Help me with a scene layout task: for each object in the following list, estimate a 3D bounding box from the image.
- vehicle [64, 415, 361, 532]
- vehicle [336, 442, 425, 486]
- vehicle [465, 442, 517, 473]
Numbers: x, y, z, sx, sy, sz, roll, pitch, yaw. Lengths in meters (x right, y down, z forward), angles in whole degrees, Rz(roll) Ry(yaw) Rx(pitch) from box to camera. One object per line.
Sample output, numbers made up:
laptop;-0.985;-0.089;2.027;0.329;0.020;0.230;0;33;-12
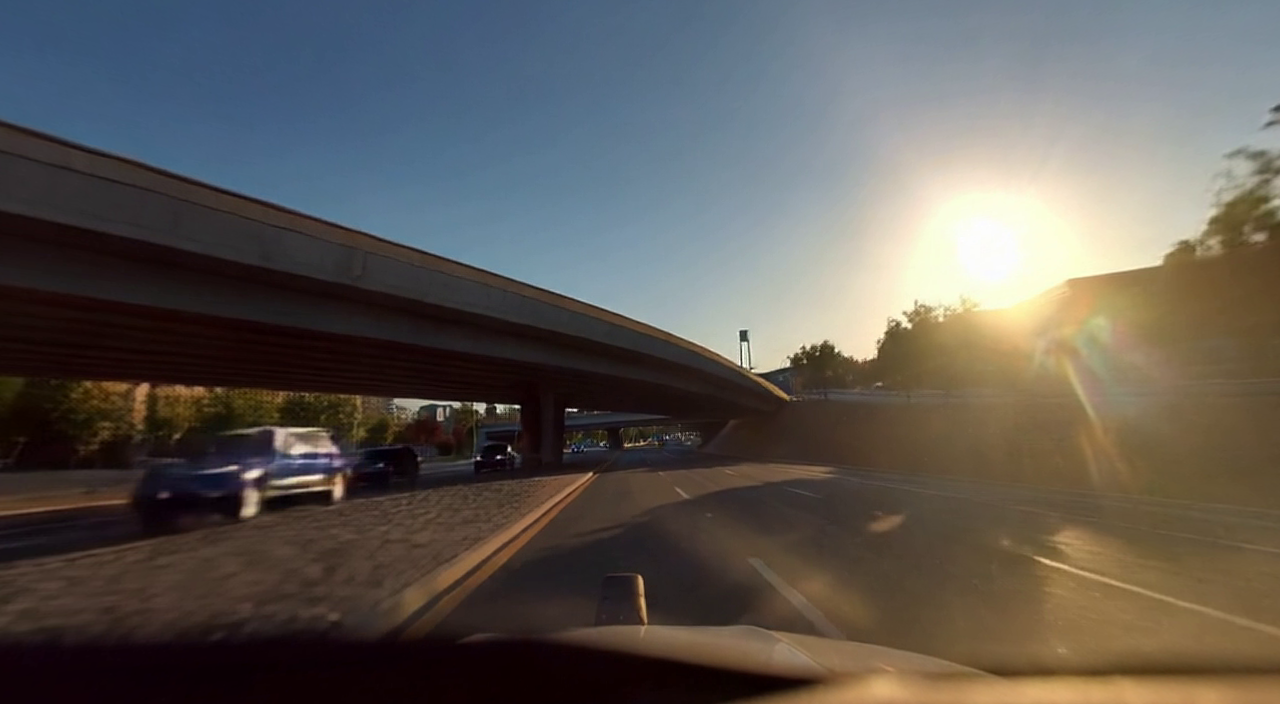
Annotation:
vehicle;-8.587;2.509;13.736;2.312;1.970;5.878;0;-9;0
vehicle;-11.870;5.108;29.295;2.123;1.769;4.886;-2;-8;-1
vehicle;-8.673;6.190;37.238;2.017;1.666;4.293;0;-9;0
